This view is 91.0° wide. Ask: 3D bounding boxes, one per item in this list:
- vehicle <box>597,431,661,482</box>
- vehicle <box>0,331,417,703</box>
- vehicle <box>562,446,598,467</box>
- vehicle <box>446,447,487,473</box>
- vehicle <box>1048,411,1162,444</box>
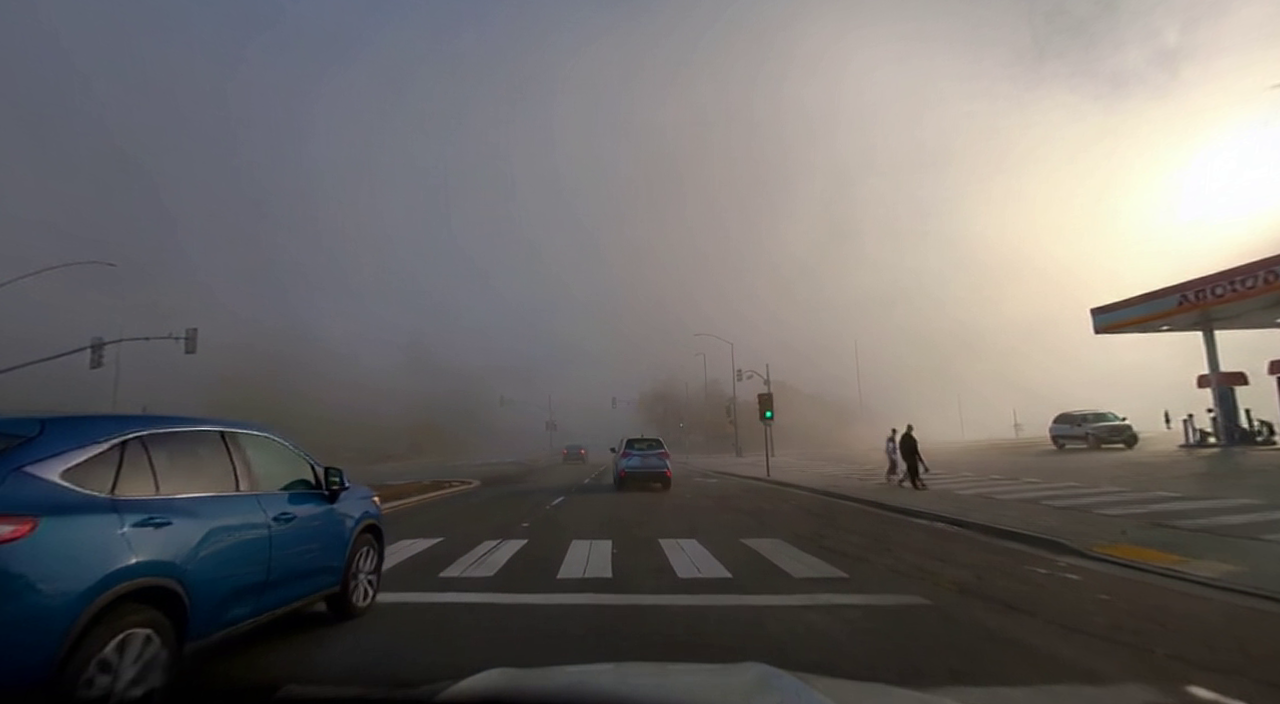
[{"bbox_3d":[-0.530,4.586,28.009,2.552,1.999,5.498,0,-8,-2],"label":"vehicle"},{"bbox_3d":[-3.392,1.090,4.062,2.247,1.734,4.919,0,-8,-2],"label":"vehicle"},{"bbox_3d":[-4.331,7.603,46.119,2.192,1.458,4.594,0,-8,0],"label":"vehicle"},{"bbox_3d":[-12.127,7.540,44.172,1.943,1.643,4.167,-2,-8,-3],"label":"vehicle"},{"bbox_3d":[27.568,4.511,37.435,5.102,1.893,2.120,0,-8,-2],"label":"vehicle"}]
